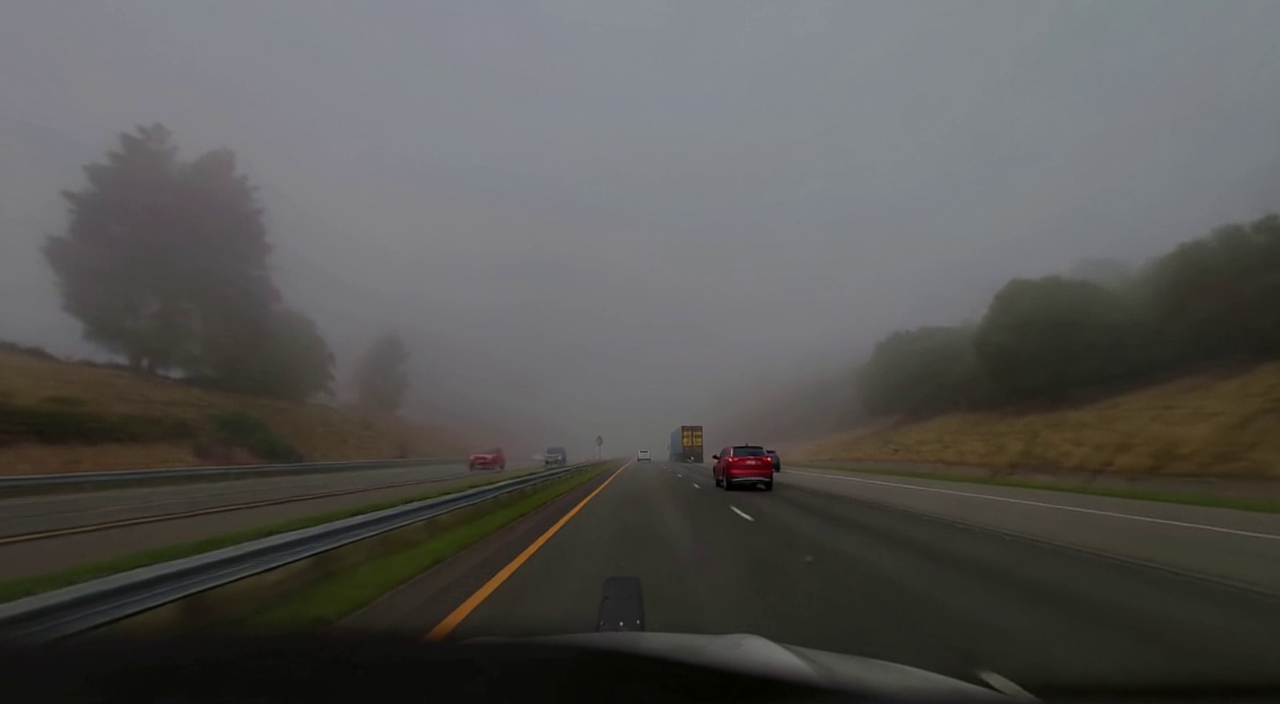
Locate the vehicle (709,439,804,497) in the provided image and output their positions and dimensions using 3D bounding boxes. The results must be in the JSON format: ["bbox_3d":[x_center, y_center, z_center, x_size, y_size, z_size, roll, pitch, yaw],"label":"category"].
[{"bbox_3d":[3.659,3.749,20.704,2.130,1.658,4.537,0,-9,-2],"label":"vehicle"}]

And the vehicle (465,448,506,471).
[{"bbox_3d":[-11.668,8.152,47.925,1.961,1.615,4.473,0,-9,1],"label":"vehicle"}]
